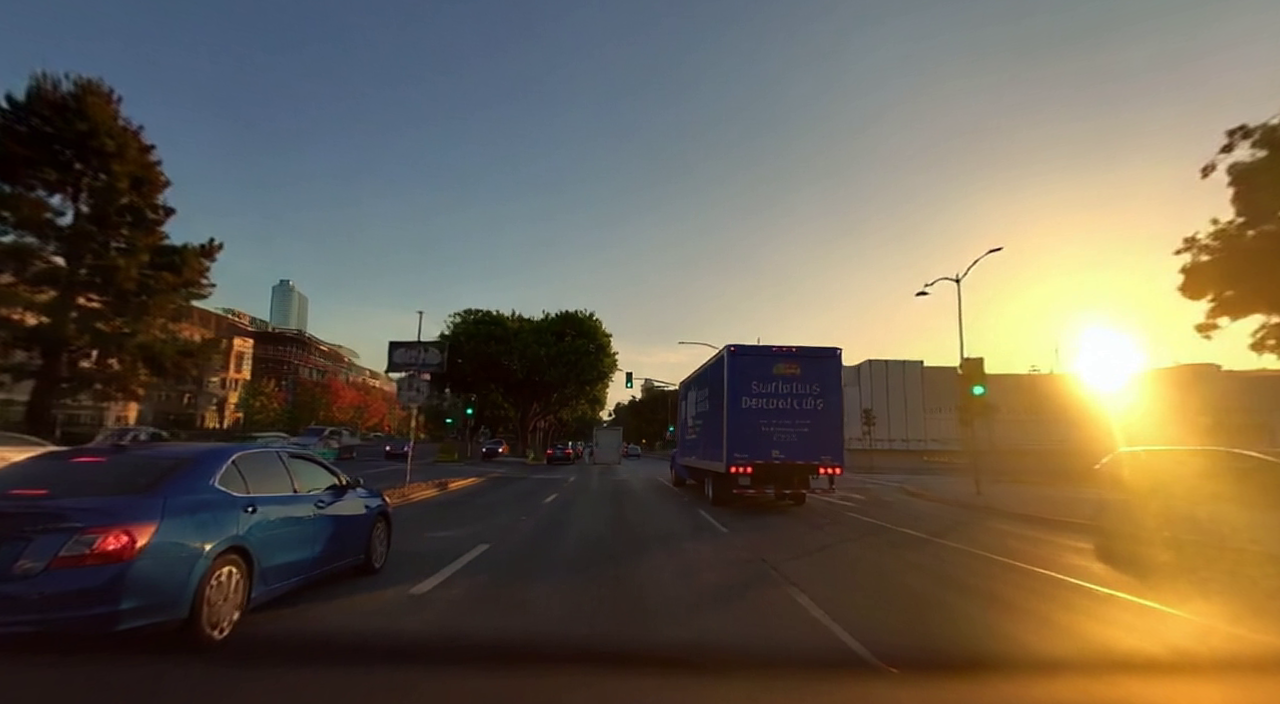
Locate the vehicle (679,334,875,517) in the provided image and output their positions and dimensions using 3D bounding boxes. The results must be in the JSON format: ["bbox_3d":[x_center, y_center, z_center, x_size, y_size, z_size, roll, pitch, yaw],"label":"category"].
[{"bbox_3d":[2.995,2.066,16.807,2.905,3.644,8.441,0,-9,-3],"label":"vehicle"}]

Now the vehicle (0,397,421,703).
[{"bbox_3d":[-3.423,1.274,4.852,1.828,1.515,4.422,0,-8,0],"label":"vehicle"}]

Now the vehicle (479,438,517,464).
[{"bbox_3d":[-10.701,7.508,47.740,2.374,1.863,4.751,1,-9,-7],"label":"vehicle"}]

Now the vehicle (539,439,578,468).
[{"bbox_3d":[-5.368,6.739,41.823,2.388,1.811,4.455,1,-9,-5],"label":"vehicle"}]

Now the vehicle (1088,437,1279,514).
[{"bbox_3d":[16.267,3.390,17.429,5.670,1.895,2.219,-1,-8,16],"label":"vehicle"}]
